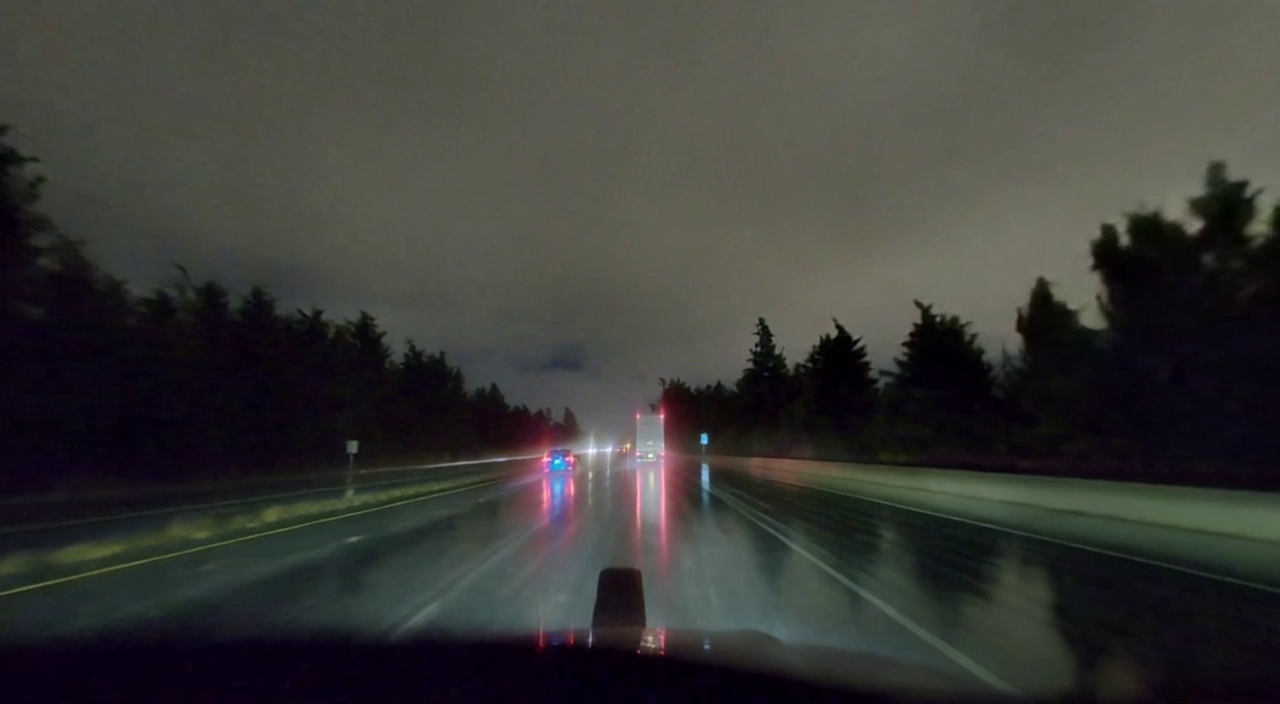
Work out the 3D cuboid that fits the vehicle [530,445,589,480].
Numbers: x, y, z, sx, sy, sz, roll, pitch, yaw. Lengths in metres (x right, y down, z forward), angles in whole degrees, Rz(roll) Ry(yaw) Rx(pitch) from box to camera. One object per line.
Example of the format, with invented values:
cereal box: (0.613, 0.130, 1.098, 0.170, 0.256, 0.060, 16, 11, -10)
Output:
vehicle: (-3.819, 5.326, 30.802, 1.999, 1.533, 4.870, -1, -9, 3)
